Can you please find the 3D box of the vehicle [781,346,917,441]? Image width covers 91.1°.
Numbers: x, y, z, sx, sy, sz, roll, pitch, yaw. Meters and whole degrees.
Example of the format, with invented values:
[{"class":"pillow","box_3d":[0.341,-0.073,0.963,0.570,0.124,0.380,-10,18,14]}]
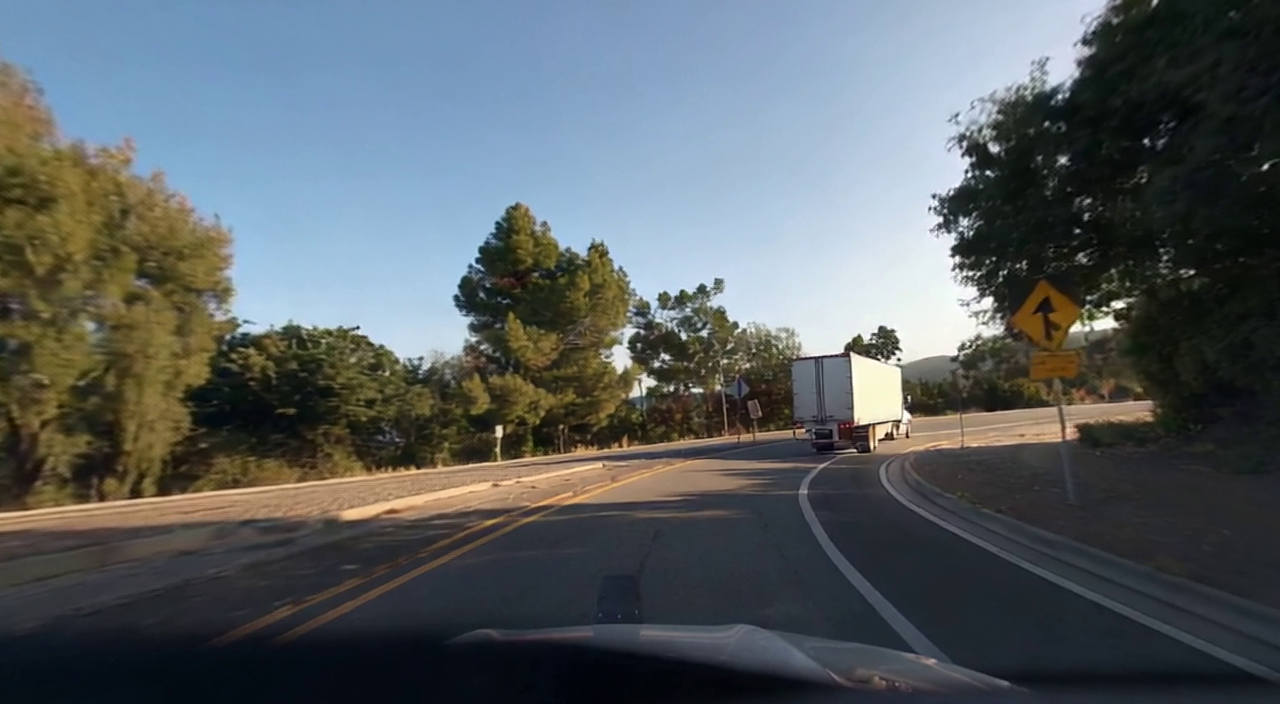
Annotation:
[{"class":"vehicle","box_3d":[10.083,2.300,29.327,2.837,3.712,10.484,-6,-10,35]}]
